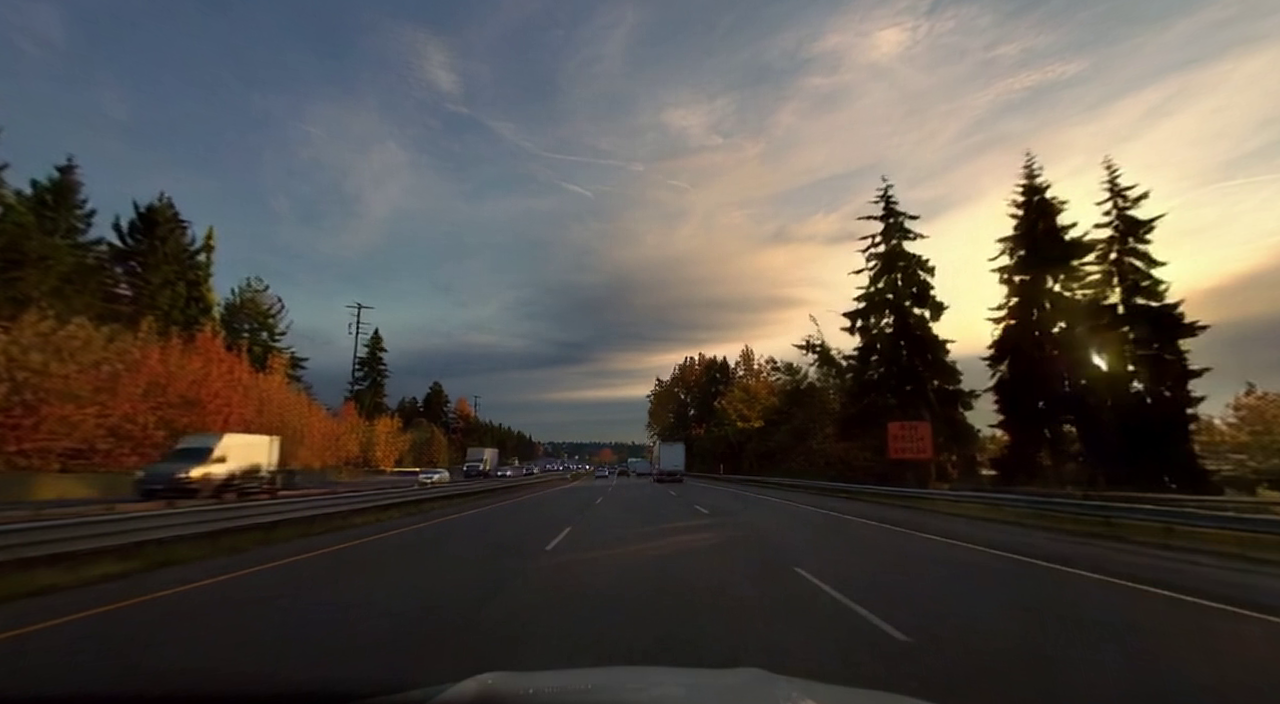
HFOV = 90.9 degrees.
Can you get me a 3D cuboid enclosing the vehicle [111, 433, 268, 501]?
[{"bbox_3d":[-19.748,5.146,28.189,2.350,2.655,6.249,1,-10,-1],"label":"vehicle"}]
